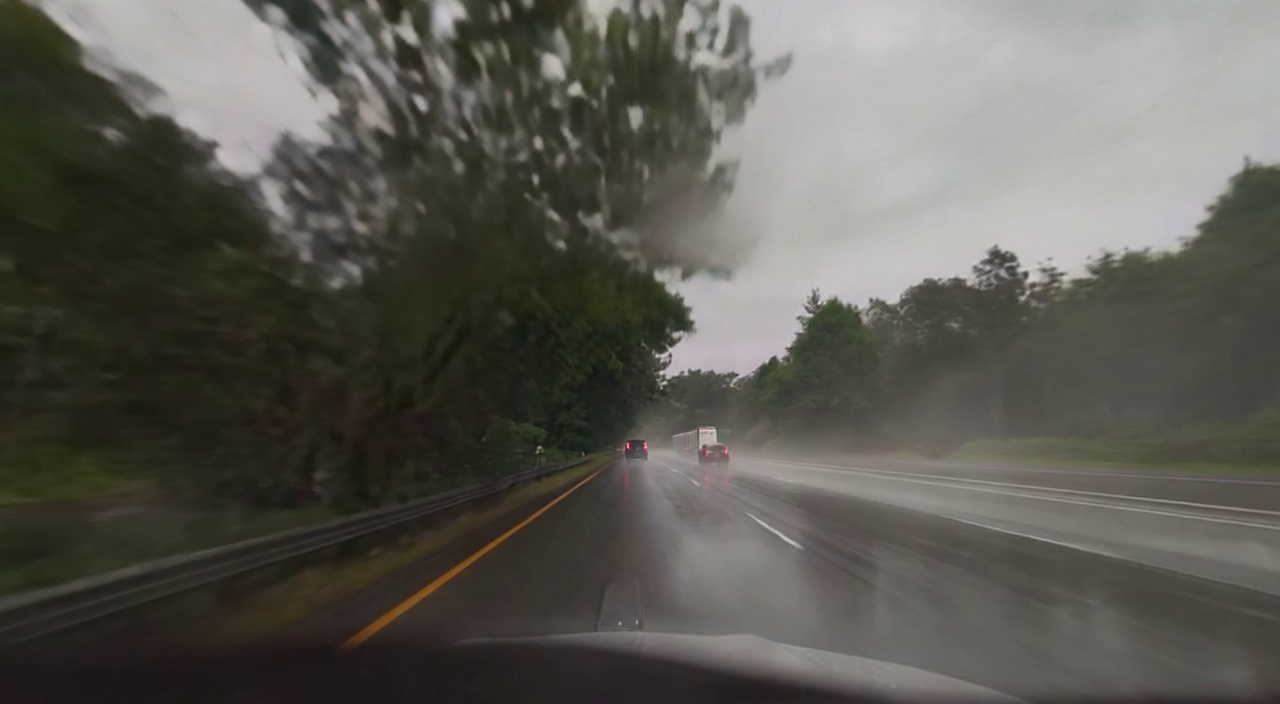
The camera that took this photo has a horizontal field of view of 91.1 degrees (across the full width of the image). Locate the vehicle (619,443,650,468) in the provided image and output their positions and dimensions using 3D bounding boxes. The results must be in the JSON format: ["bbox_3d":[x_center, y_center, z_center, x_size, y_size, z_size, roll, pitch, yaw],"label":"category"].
[{"bbox_3d":[-0.383,7.381,44.948,2.114,1.706,4.106,0,-9,-1],"label":"vehicle"}]

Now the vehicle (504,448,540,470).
[{"bbox_3d":[-8.998,8.185,48.294,1.945,1.578,4.576,0,-9,0],"label":"vehicle"}]

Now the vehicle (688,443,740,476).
[{"bbox_3d":[3.681,5.466,32.045,2.025,1.534,4.179,0,-9,-1],"label":"vehicle"}]
